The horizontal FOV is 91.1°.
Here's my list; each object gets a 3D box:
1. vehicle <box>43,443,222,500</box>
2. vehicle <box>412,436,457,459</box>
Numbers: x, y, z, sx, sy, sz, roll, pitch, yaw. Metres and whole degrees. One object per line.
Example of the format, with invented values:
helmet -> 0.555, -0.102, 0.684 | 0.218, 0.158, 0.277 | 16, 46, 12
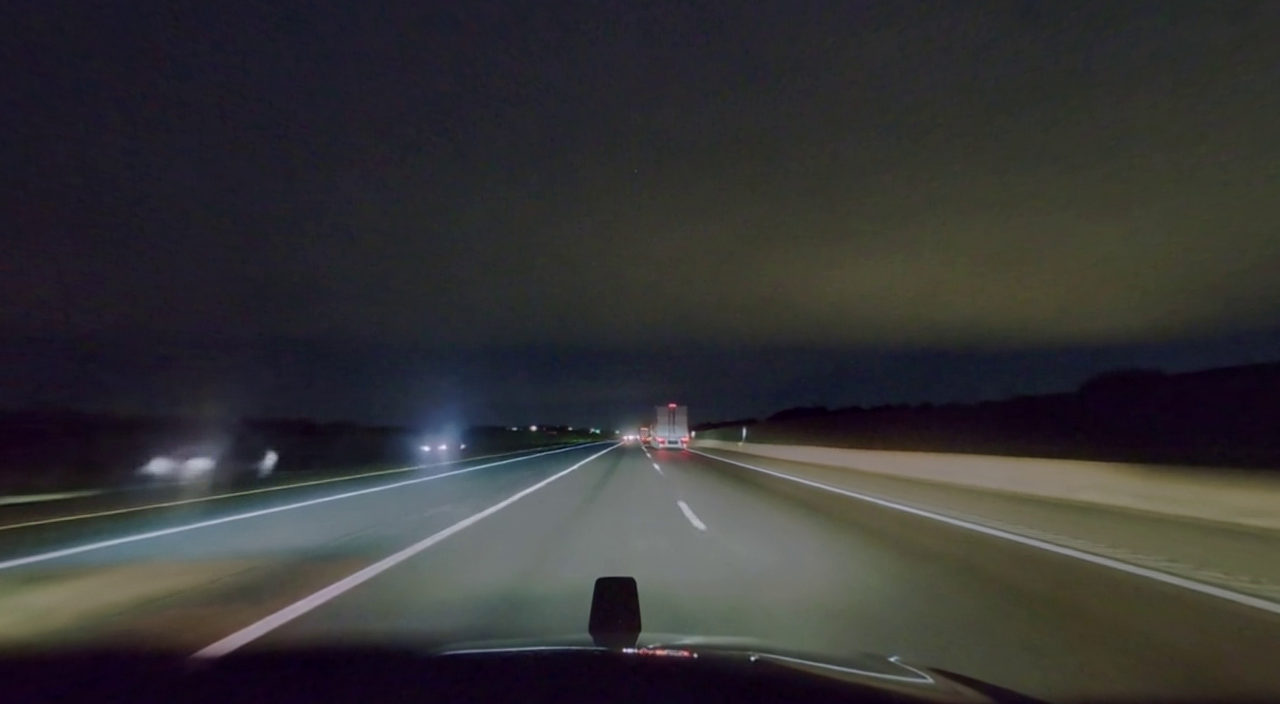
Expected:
vehicle -> -15.342, 3.597, 19.411 | 1.822, 1.515, 4.403 | 0, -8, 0
vehicle -> -15.232, 7.081, 46.885 | 1.957, 1.649, 4.221 | 0, -8, -1
